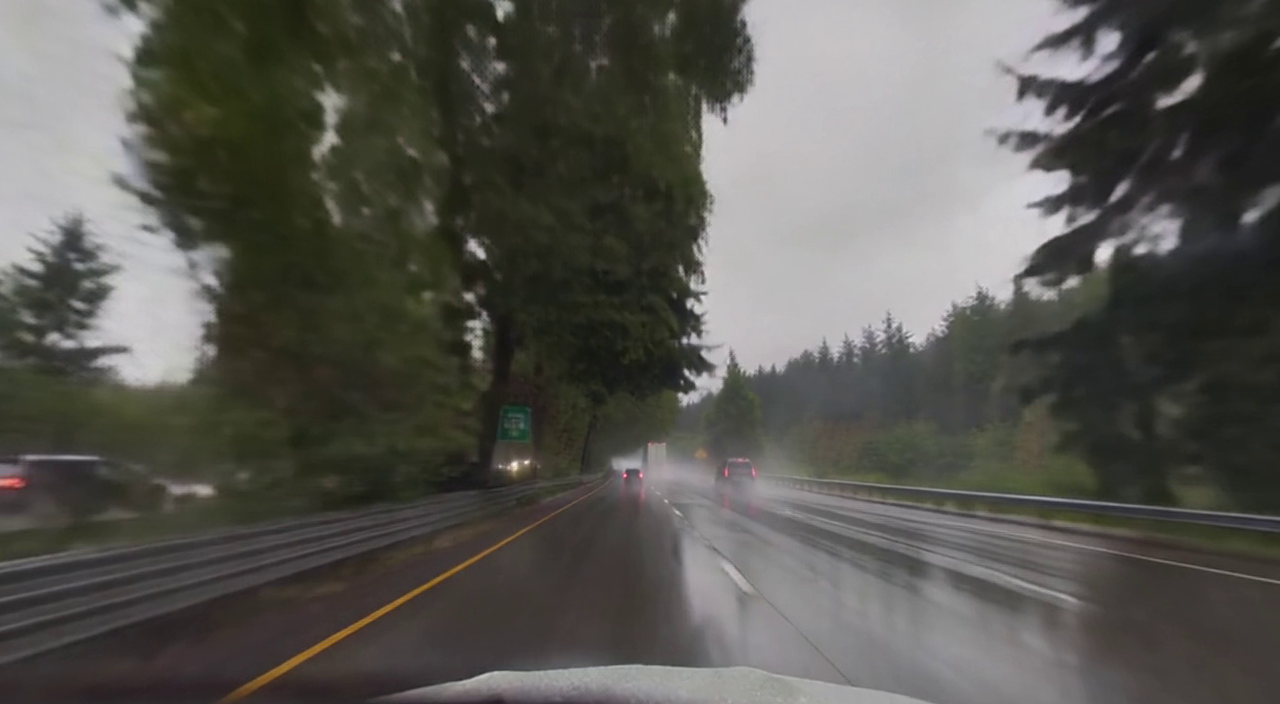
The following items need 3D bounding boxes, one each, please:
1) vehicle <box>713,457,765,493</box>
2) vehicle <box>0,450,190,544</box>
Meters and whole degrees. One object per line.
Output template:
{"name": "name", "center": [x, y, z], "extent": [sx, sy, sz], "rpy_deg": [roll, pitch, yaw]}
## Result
{"name": "vehicle", "center": [5.302, 6.650, 34.259], "extent": [1.998, 1.776, 4.663], "rpy_deg": [1, -10, -1]}
{"name": "vehicle", "center": [-12.144, 2.890, 13.037], "extent": [1.952, 1.618, 4.859], "rpy_deg": [1, -10, 1]}
